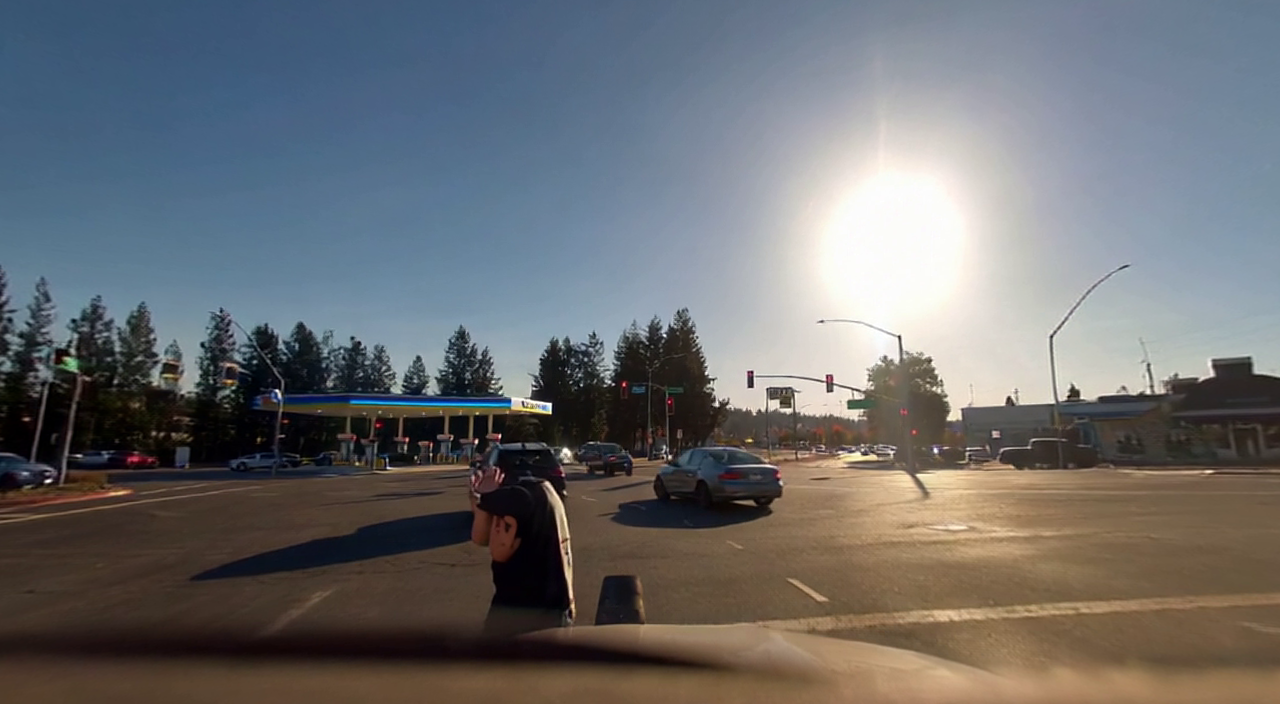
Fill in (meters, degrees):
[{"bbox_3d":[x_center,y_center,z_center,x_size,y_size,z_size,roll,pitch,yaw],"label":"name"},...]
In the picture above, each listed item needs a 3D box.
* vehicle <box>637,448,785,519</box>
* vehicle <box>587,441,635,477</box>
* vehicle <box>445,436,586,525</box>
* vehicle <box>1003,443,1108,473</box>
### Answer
[{"bbox_3d":[1.544,3.131,15.761,1.965,1.460,4.581,2,-9,-17],"label":"vehicle"},{"bbox_3d":[-1.645,5.816,34.598,2.016,1.828,4.503,1,-9,-11],"label":"vehicle"},{"bbox_3d":[-3.138,2.922,15.040,2.351,1.733,4.616,3,-9,-23],"label":"vehicle"},{"bbox_3d":[25.916,6.618,39.615,4.952,1.745,2.184,-2,-9,15],"label":"vehicle"}]
